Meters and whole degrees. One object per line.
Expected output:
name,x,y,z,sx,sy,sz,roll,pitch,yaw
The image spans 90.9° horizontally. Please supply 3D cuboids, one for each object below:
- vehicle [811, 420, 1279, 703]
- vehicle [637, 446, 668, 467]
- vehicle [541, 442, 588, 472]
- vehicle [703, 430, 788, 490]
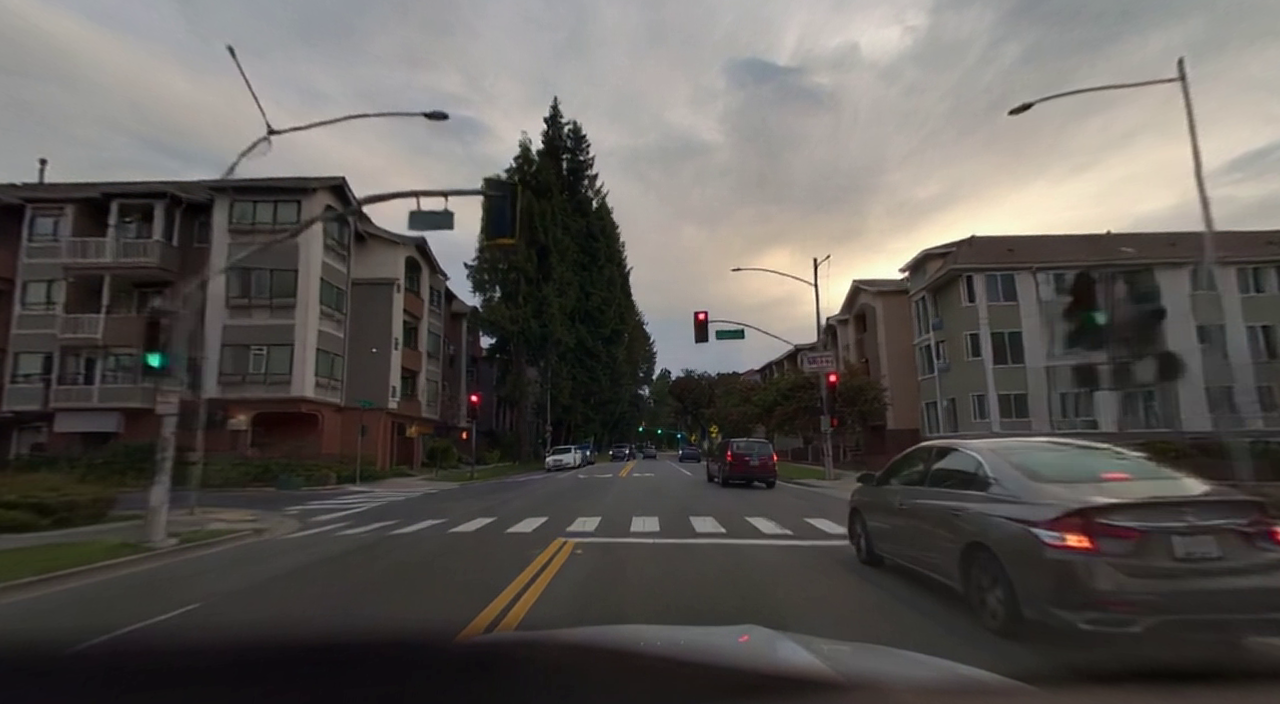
vehicle,3.262,1.464,5.712,2.078,1.488,4.741,0,-9,0
vehicle,0.831,7.510,45.474,2.097,1.463,4.043,0,-9,0
vehicle,-5.099,7.188,43.439,2.350,1.929,5.772,0,-9,2
vehicle,3.535,3.722,22.080,2.199,1.872,4.513,0,-9,0
